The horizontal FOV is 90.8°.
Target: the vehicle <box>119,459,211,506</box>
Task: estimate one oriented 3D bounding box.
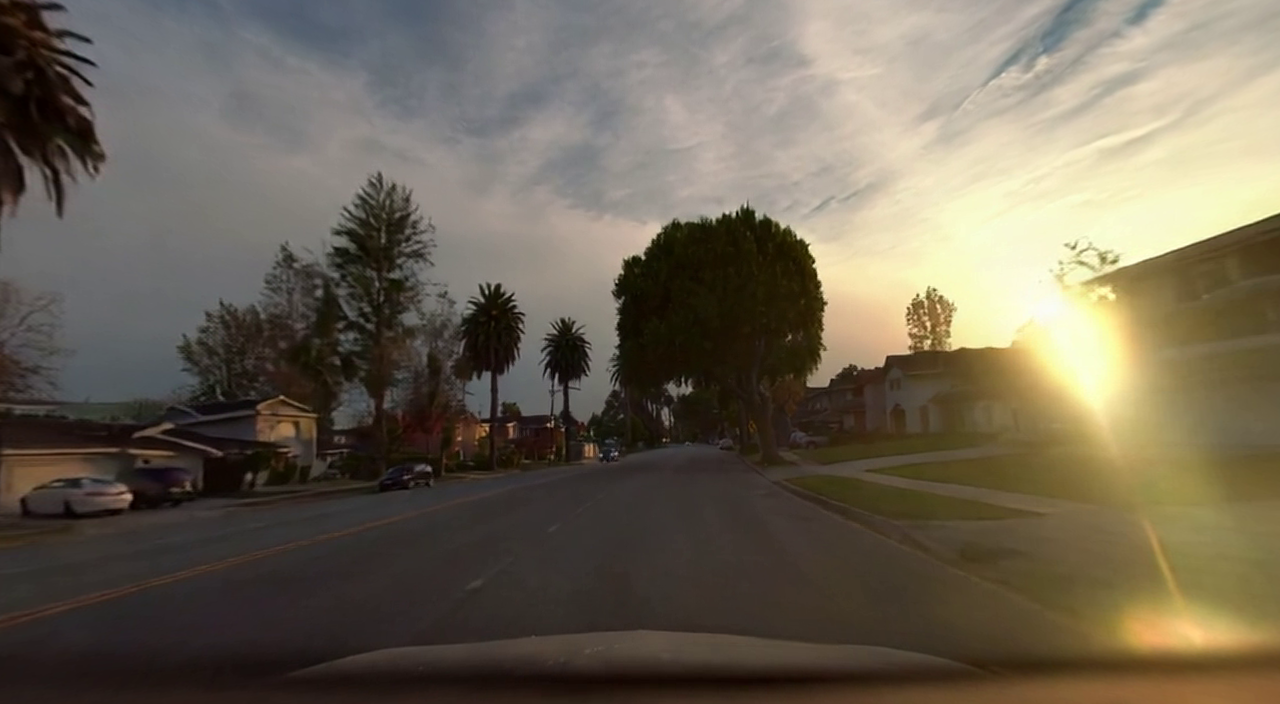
[{"bbox_3d":[-22.187,6.054,29.768,2.075,1.846,4.684,2,-8,-20],"label":"vehicle"}]

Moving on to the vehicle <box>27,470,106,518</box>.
[{"bbox_3d":[-22.490,5.457,24.703,4.461,1.477,1.862,-8,-11,43],"label":"vehicle"}]

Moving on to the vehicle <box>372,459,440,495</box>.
[{"bbox_3d":[-12.280,6.549,33.404,1.804,1.498,4.136,-5,-8,4],"label":"vehicle"}]
